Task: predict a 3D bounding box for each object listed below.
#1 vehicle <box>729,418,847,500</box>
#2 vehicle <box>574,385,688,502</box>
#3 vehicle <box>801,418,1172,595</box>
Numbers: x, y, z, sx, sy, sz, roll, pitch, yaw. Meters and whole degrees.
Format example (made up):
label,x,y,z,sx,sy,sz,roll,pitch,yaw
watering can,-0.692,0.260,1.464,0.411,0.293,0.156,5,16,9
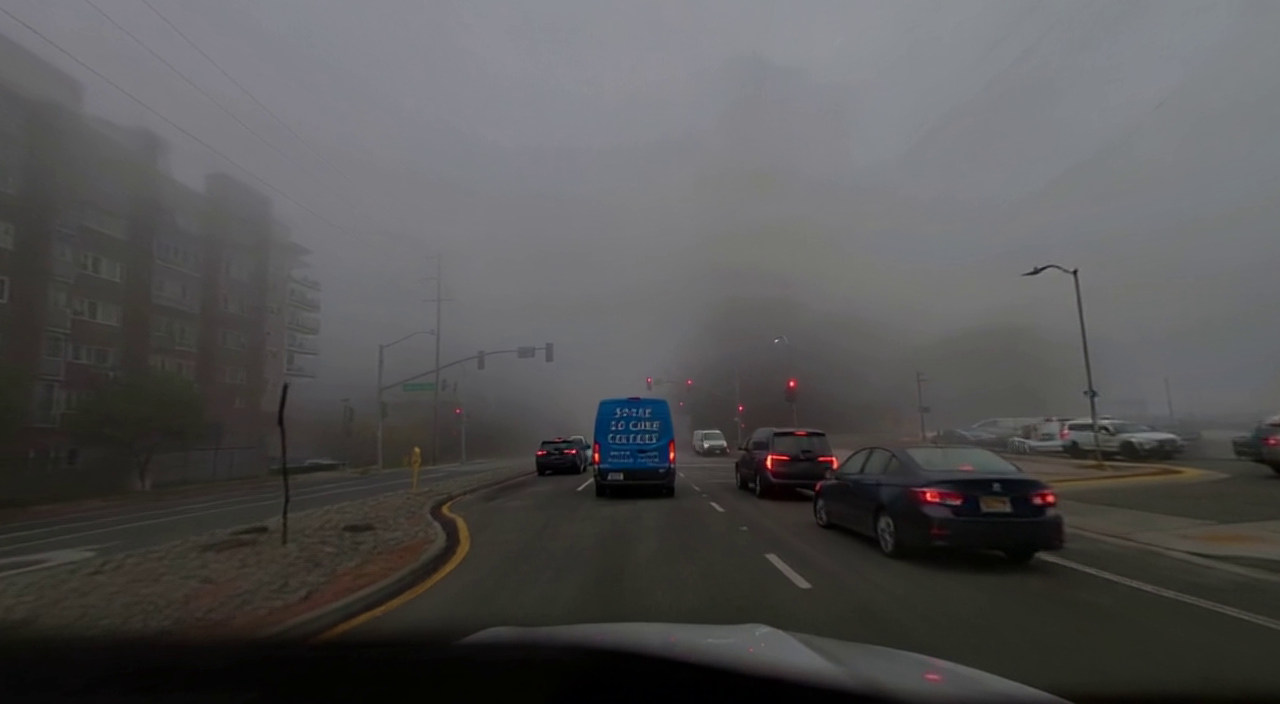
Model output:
label,x,y,z,sx,sy,sz,roll,pitch,yaw
vehicle,3.531,2.654,15.948,1.965,1.771,4.295,0,-8,0
vehicle,-0.078,2.314,16.013,2.422,2.488,4.992,-1,-8,3
vehicle,3.520,1.644,7.681,1.951,1.483,4.582,0,-8,1
